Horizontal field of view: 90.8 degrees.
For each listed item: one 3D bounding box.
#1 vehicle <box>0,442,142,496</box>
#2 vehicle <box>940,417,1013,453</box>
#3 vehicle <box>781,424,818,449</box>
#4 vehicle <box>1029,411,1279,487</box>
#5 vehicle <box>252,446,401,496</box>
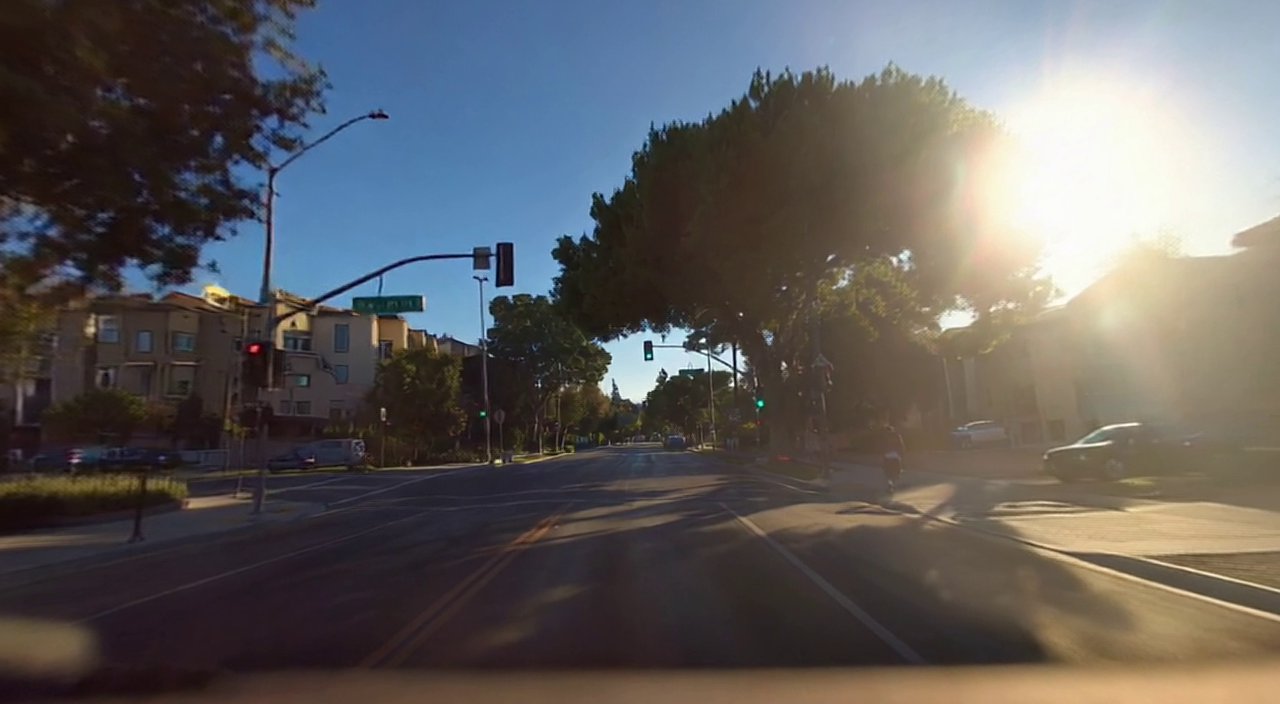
[{"bbox_3d":[-22.271,4.432,24.008,4.804,1.842,2.171,-1,-8,-1],"label":"vehicle"},{"bbox_3d":[17.112,4.297,32.362,2.013,1.722,4.007,-2,-9,9],"label":"vehicle"},{"bbox_3d":[11.497,6.171,45.877,1.950,1.714,4.245,-1,-9,6],"label":"vehicle"},{"bbox_3d":[12.762,2.366,15.617,4.908,1.521,2.108,-2,-8,-4],"label":"vehicle"},{"bbox_3d":[-10.226,3.876,20.710,4.135,1.424,1.945,-5,-10,17],"label":"vehicle"}]
